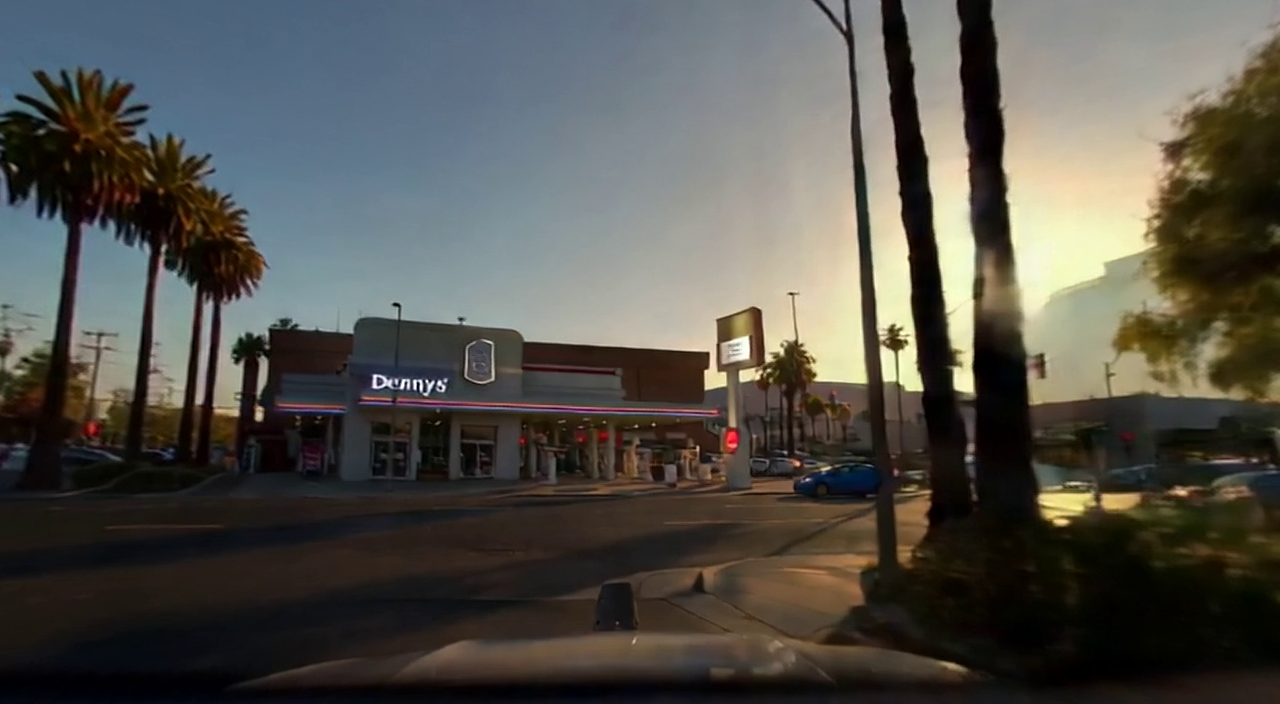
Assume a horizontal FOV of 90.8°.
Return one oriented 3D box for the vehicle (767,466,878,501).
[{"bbox_3d":[8.389,6.029,29.122,4.570,1.480,1.873,3,-9,-16],"label":"vehicle"}]
